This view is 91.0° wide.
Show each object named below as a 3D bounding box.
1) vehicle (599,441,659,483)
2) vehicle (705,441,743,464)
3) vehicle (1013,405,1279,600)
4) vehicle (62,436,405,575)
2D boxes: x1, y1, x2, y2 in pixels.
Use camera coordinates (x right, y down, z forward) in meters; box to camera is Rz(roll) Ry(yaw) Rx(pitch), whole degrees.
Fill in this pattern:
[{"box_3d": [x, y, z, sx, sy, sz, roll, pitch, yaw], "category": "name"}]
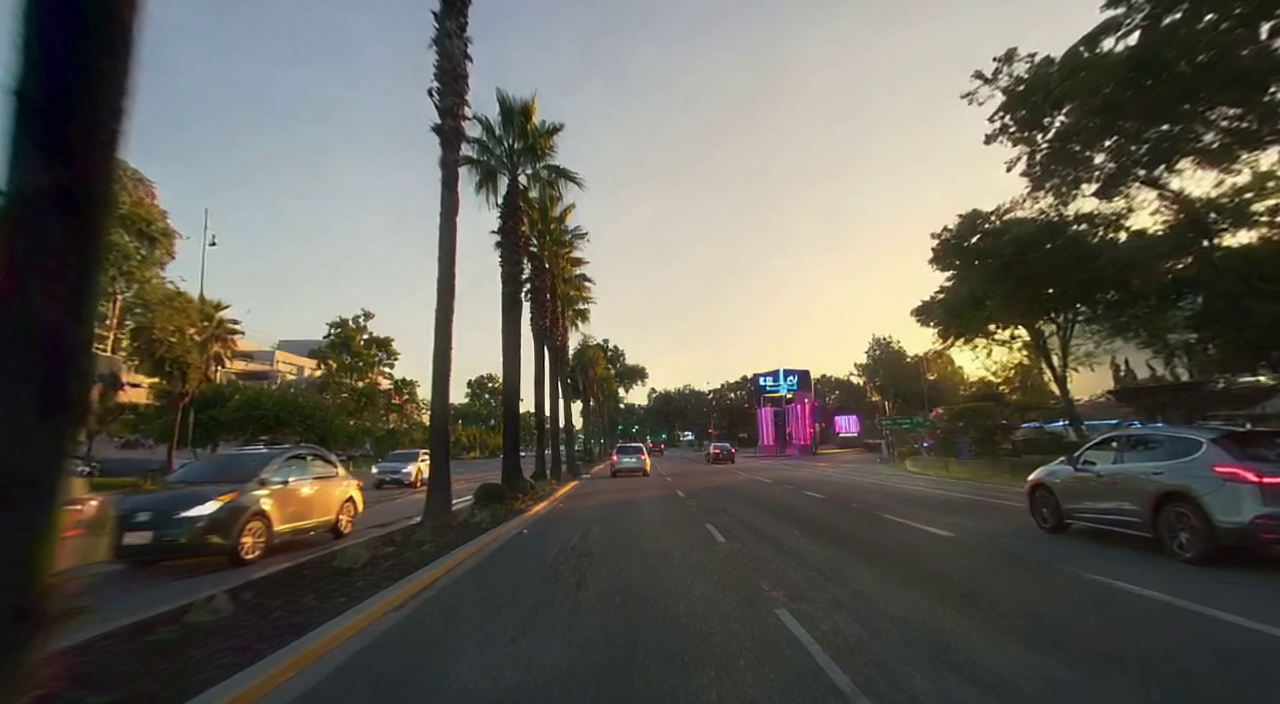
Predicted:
[{"box_3d": [-0.382, 3.928, 22.792, 1.970, 1.402, 3.756, 0, -8, -1], "category": "vehicle"}, {"box_3d": [5.793, 6.983, 43.953, 1.970, 1.461, 4.267, 0, -8, -2], "category": "vehicle"}, {"box_3d": [6.408, 1.533, 7.061, 1.949, 1.647, 3.894, 0, -8, -1], "category": "vehicle"}, {"box_3d": [-5.183, 1.966, 8.998, 1.900, 1.458, 4.465, 0, -8, 0], "category": "vehicle"}]
